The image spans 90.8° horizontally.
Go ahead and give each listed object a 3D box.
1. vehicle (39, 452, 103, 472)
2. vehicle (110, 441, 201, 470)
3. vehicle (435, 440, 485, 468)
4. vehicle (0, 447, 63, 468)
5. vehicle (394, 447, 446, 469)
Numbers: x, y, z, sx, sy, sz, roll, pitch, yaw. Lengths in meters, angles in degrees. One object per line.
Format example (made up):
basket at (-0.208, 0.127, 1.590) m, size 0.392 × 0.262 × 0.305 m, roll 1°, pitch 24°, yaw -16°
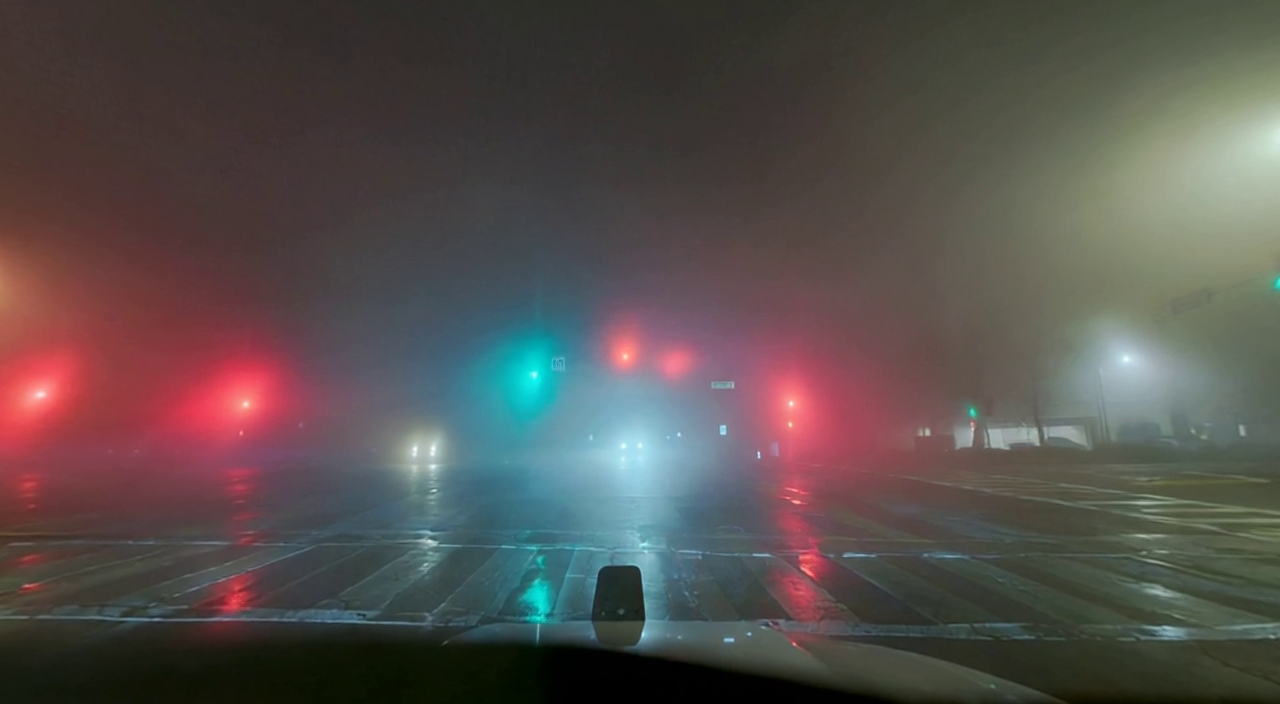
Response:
vehicle at (-41.594, 8.023, 46.247) m, size 1.552 × 1.339 × 3.340 m, roll -2°, pitch -9°, yaw 0°
vehicle at (-34.901, 7.423, 45.728) m, size 2.204 × 1.955 × 5.518 m, roll 0°, pitch -8°, yaw 0°
vehicle at (-11.965, 6.804, 42.316) m, size 2.080 × 1.763 × 4.341 m, roll 0°, pitch -8°, yaw 0°
vehicle at (-45.268, 7.771, 46.595) m, size 1.858 × 1.467 × 3.624 m, roll 0°, pitch -8°, yaw 0°
vehicle at (-15.513, 7.446, 44.790) m, size 2.056 × 1.450 × 4.343 m, roll 0°, pitch -8°, yaw 0°
